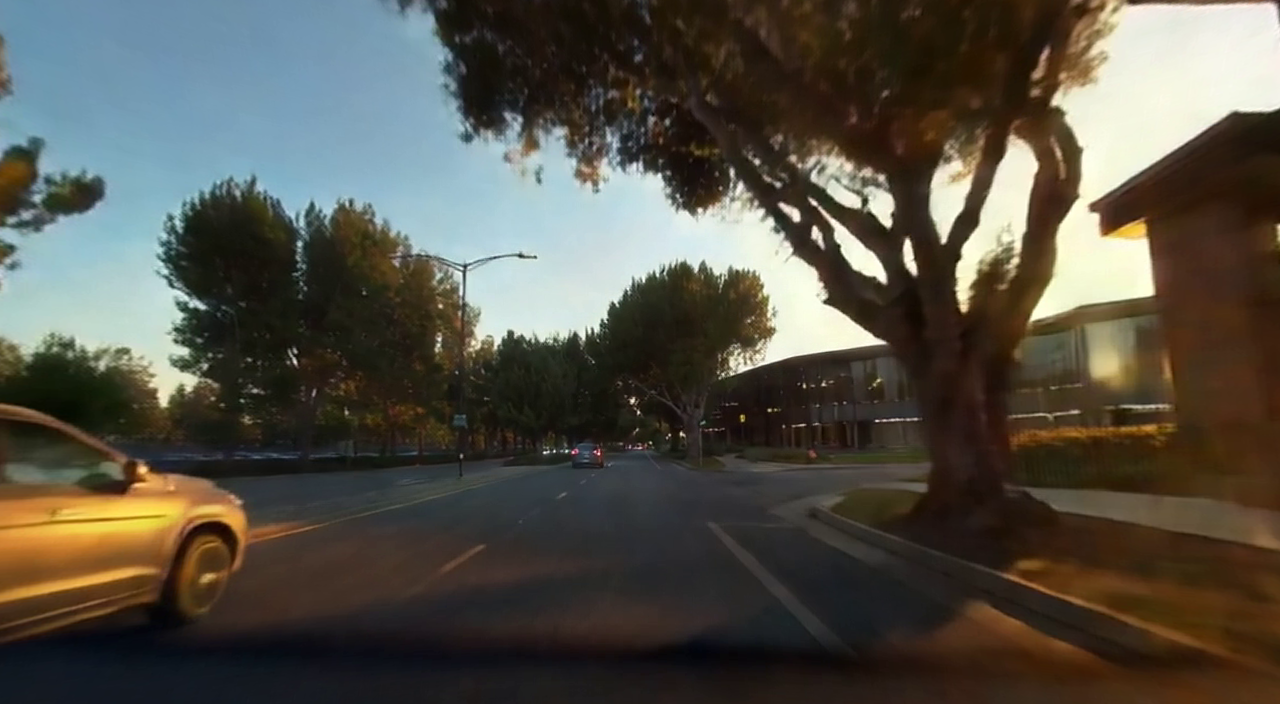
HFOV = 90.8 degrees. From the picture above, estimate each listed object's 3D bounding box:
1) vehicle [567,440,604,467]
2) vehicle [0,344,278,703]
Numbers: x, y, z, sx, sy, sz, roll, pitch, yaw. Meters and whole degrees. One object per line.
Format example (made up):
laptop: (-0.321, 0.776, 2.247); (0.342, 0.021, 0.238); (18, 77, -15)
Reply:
vehicle: (-3.747, 7.081, 44.057); (2.179, 1.771, 4.267); (0, -8, 1)
vehicle: (-3.839, 0.763, 2.318); (2.202, 1.685, 4.772); (0, -8, 0)
